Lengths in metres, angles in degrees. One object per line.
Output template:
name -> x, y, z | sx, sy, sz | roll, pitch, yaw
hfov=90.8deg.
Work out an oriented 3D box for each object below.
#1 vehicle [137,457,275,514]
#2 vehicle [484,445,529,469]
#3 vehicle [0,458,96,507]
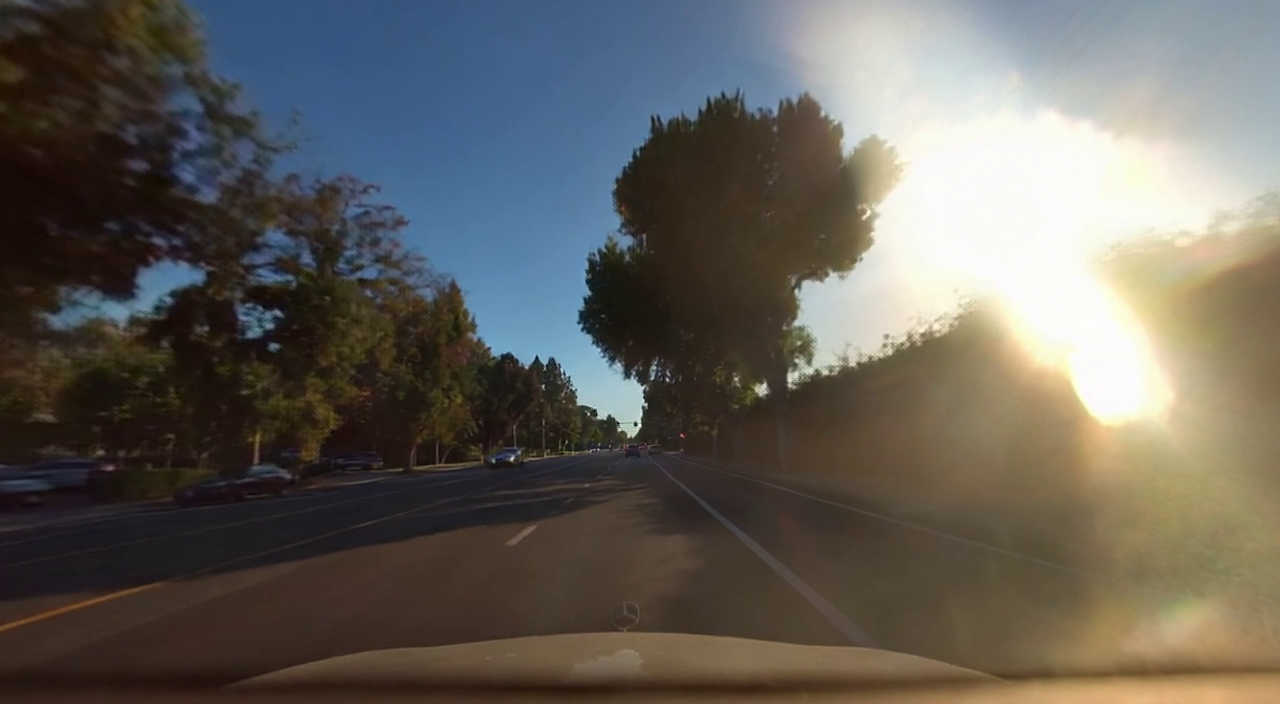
vehicle -> -14.638, 4.475, 21.657 | 1.896, 1.486, 4.285 | -4, -8, -2
vehicle -> -9.958, 7.848, 47.475 | 2.365, 1.697, 4.391 | 0, -9, 0
vehicle -> -21.450, 4.368, 21.311 | 1.916, 1.482, 4.789 | 0, -9, 1
